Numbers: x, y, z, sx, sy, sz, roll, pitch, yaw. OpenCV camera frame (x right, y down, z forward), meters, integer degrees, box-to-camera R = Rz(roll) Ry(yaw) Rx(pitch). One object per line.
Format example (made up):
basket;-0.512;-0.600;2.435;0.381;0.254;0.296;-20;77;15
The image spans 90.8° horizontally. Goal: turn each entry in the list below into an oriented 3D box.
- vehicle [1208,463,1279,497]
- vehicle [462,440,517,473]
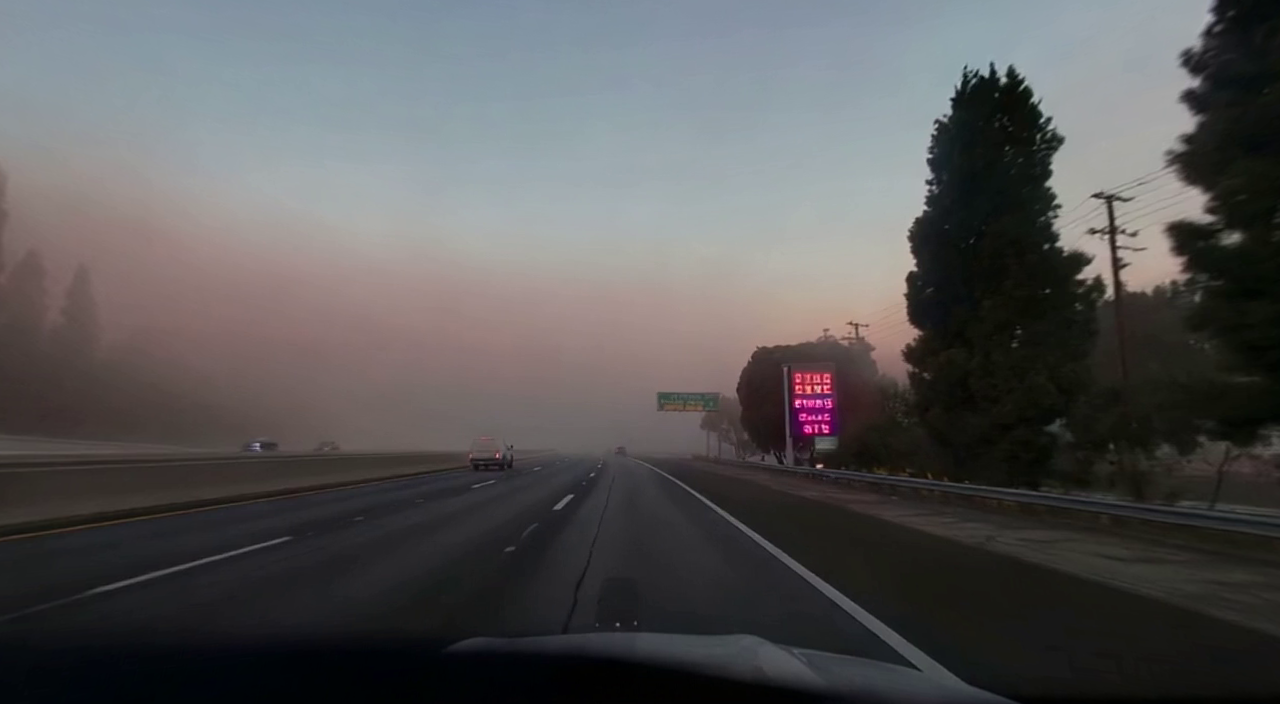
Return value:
vehicle;40.521;8.218;40.643;2.161;1.950;5.677;1;-9;-8
vehicle;-8.263;5.766;35.056;2.053;1.682;4.423;0;-8;-1
